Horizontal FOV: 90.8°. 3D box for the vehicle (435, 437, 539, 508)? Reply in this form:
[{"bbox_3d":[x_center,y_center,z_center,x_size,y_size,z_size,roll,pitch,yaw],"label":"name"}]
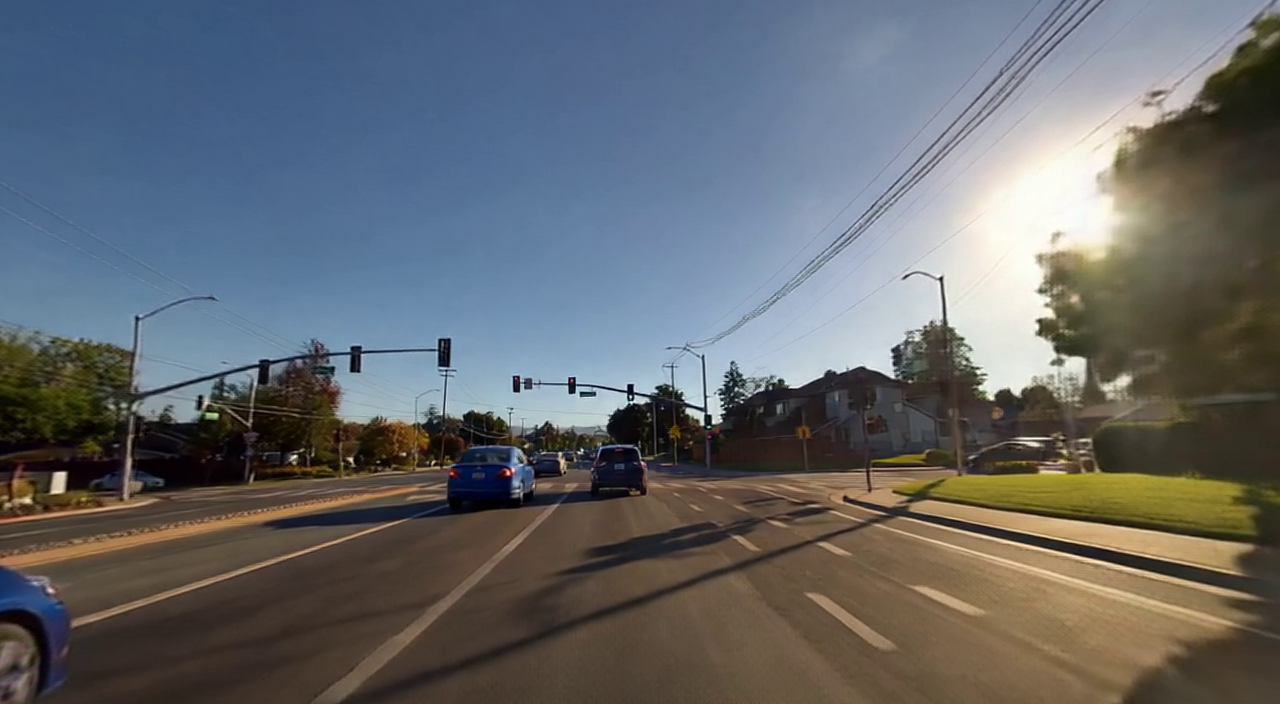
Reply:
[{"bbox_3d":[-4.024,3.240,17.385,1.899,1.685,4.121,0,-9,-1],"label":"vehicle"}]

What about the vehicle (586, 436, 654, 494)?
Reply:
[{"bbox_3d":[-0.718,3.960,22.478,2.155,1.836,4.250,0,-9,-2],"label":"vehicle"}]

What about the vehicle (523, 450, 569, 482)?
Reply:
[{"bbox_3d":[-4.577,5.598,31.303,1.863,1.449,4.153,1,-9,-3],"label":"vehicle"}]

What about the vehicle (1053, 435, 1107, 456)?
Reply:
[{"bbox_3d":[31.519,6.727,45.334,1.754,1.414,3.590,-1,-9,10],"label":"vehicle"}]

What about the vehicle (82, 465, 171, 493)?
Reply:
[{"bbox_3d":[-35.056,8.637,43.178,4.533,1.738,2.151,-2,-9,10],"label":"vehicle"}]
